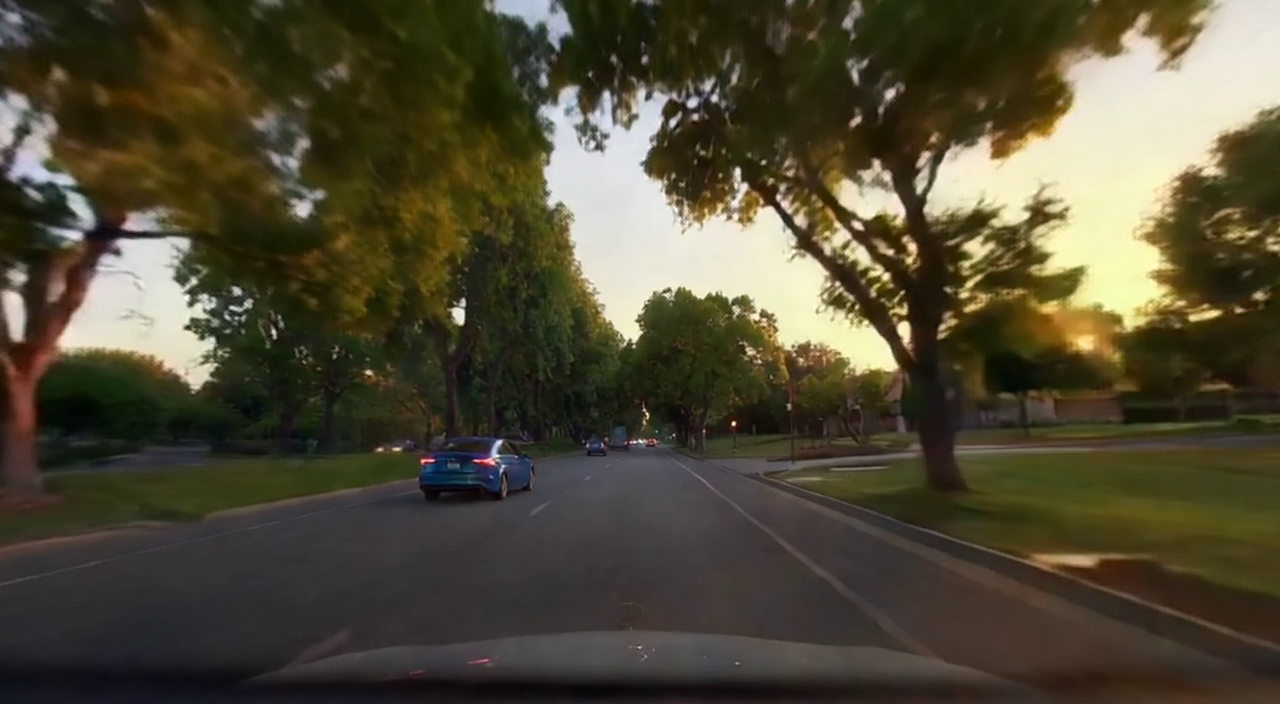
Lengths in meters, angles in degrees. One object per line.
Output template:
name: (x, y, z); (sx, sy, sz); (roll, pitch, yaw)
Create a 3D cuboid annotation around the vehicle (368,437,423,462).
vehicle: (-17.595, 7.041, 45.637); (2.016, 1.742, 4.660); (0, -8, 1)

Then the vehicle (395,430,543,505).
vehicle: (-3.688, 2.588, 14.574); (2.033, 1.454, 4.512); (0, -8, 2)
